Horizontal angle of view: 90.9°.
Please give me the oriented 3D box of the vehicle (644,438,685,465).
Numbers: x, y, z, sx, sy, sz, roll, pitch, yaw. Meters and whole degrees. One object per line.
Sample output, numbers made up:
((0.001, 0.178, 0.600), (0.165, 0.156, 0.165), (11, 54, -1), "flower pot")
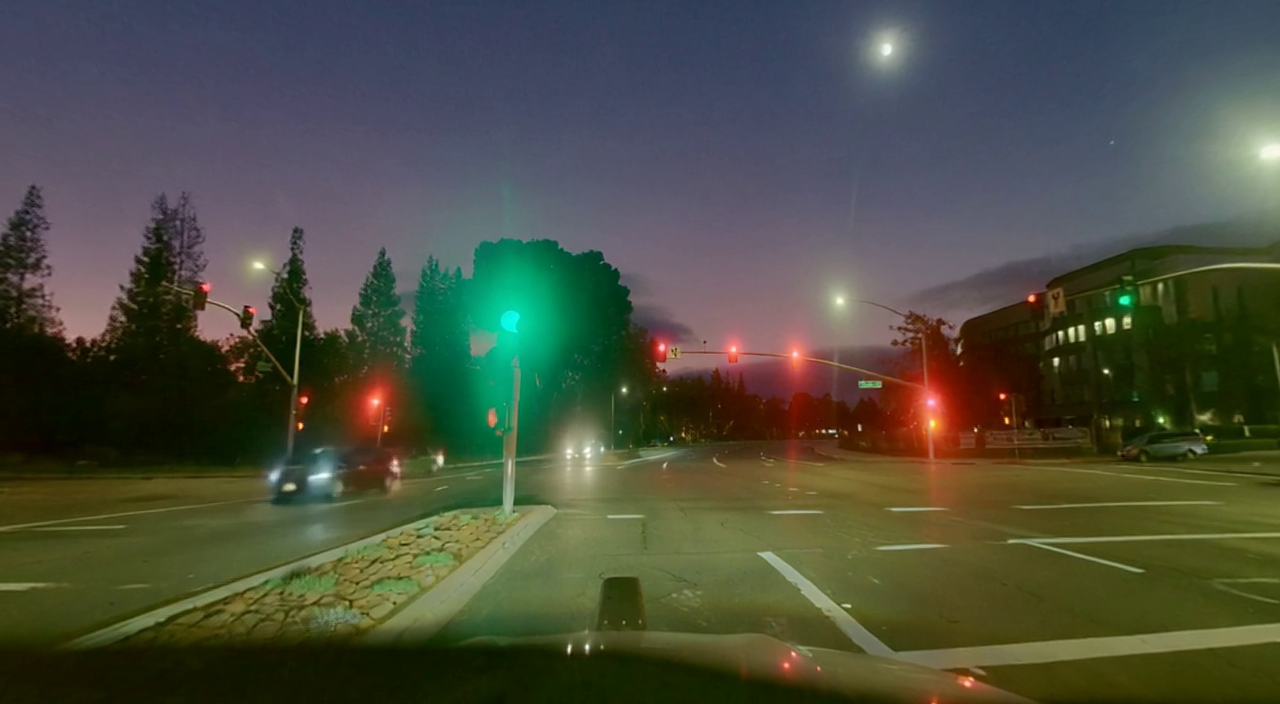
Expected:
((1.751, 6.774, 43.253), (2.197, 1.739, 4.177), (-2, -8, 10), "vehicle")

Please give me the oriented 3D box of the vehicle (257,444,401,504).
((-8.591, 3.351, 17.855), (1.877, 1.481, 3.853), (-1, -8, 5), "vehicle")

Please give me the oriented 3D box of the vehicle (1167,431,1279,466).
((26.299, 4.242, 27.881), (4.644, 1.470, 1.922), (1, -8, -10), "vehicle")

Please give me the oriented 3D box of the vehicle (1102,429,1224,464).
((25.935, 4.681, 31.356), (4.441, 1.674, 2.035), (1, -8, -8), "vehicle")
